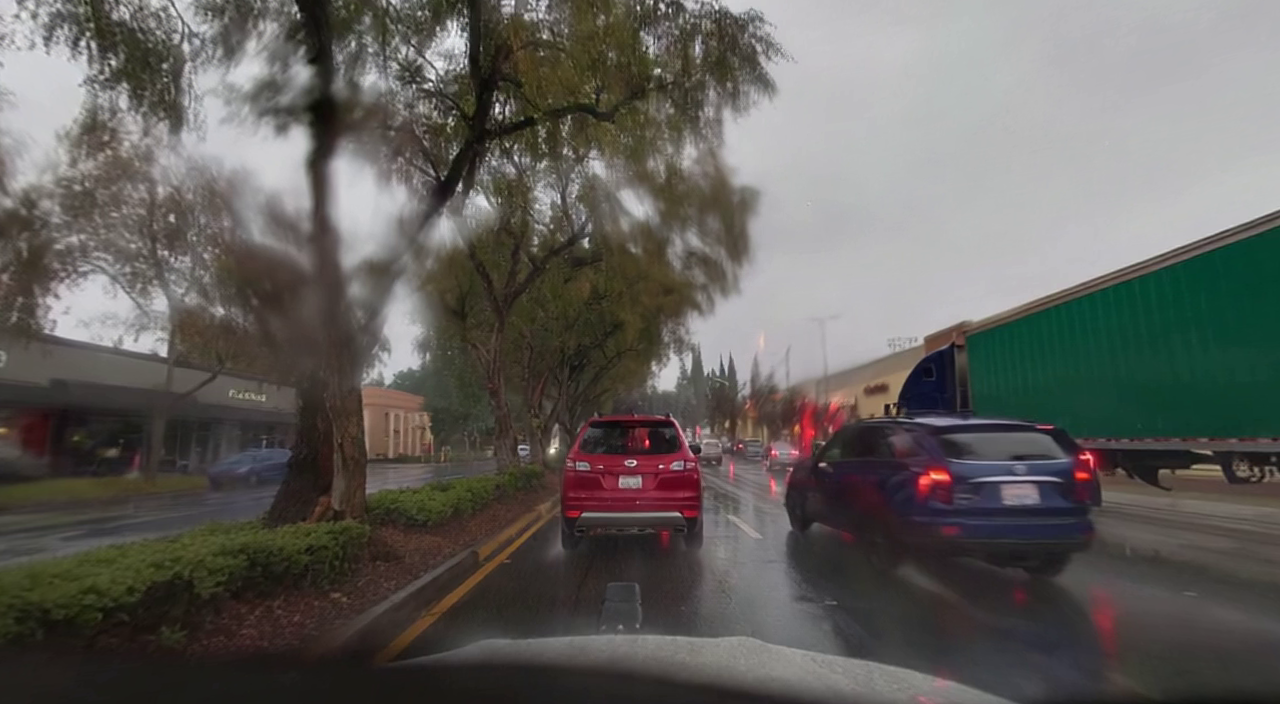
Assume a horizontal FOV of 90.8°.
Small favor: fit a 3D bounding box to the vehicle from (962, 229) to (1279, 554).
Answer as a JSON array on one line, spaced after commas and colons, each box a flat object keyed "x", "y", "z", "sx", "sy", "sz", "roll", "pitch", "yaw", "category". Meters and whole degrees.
[{"x": 9.990, "y": 0.414, "z": 7.705, "sx": 2.879, "sy": 4.284, "sz": 17.334, "roll": 0, "pitch": -9, "yaw": -1, "category": "vehicle"}]

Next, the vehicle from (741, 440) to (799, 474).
[{"x": 6.312, "y": 5.126, "z": 31.102, "sx": 1.914, "sy": 1.523, "sz": 4.287, "roll": 0, "pitch": -9, "yaw": 0, "category": "vehicle"}]

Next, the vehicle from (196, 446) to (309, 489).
[{"x": -19.340, "y": 5.746, "z": 31.904, "sx": 2.302, "sy": 1.939, "sz": 5.221, "roll": 0, "pitch": -9, "yaw": 0, "category": "vehicle"}]

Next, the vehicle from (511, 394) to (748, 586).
[{"x": -0.115, "y": 1.673, "z": 8.412, "sx": 2.320, "sy": 1.880, "sz": 4.192, "roll": 0, "pitch": -9, "yaw": 0, "category": "vehicle"}]

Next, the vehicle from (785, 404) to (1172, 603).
[{"x": 3.358, "y": 1.607, "z": 7.616, "sx": 2.123, "sy": 1.648, "sz": 4.547, "roll": 0, "pitch": -9, "yaw": 0, "category": "vehicle"}]
